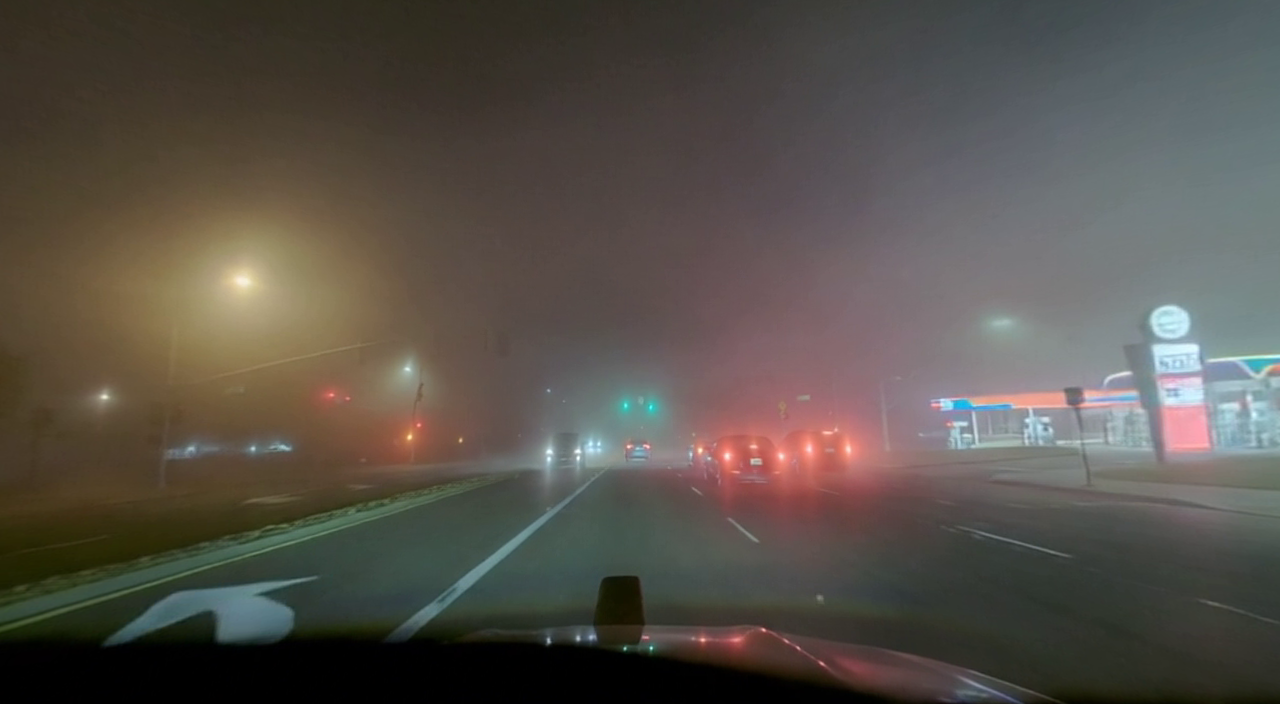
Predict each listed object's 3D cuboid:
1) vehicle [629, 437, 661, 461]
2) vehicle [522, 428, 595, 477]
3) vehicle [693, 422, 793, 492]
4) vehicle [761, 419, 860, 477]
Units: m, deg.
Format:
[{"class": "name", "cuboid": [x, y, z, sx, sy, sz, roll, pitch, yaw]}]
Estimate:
[{"class": "vehicle", "cuboid": [0.332, 6.924, 45.114, 2.131, 1.665, 3.926, 0, -8, -2]}, {"class": "vehicle", "cuboid": [-3.215, 4.089, 25.935, 2.261, 1.820, 4.255, 0, -8, 2]}, {"class": "vehicle", "cuboid": [2.870, 3.076, 18.825, 2.140, 1.800, 4.660, 0, -8, -1]}, {"class": "vehicle", "cuboid": [7.008, 4.038, 26.786, 2.510, 2.176, 5.527, 0, -8, -2]}]
